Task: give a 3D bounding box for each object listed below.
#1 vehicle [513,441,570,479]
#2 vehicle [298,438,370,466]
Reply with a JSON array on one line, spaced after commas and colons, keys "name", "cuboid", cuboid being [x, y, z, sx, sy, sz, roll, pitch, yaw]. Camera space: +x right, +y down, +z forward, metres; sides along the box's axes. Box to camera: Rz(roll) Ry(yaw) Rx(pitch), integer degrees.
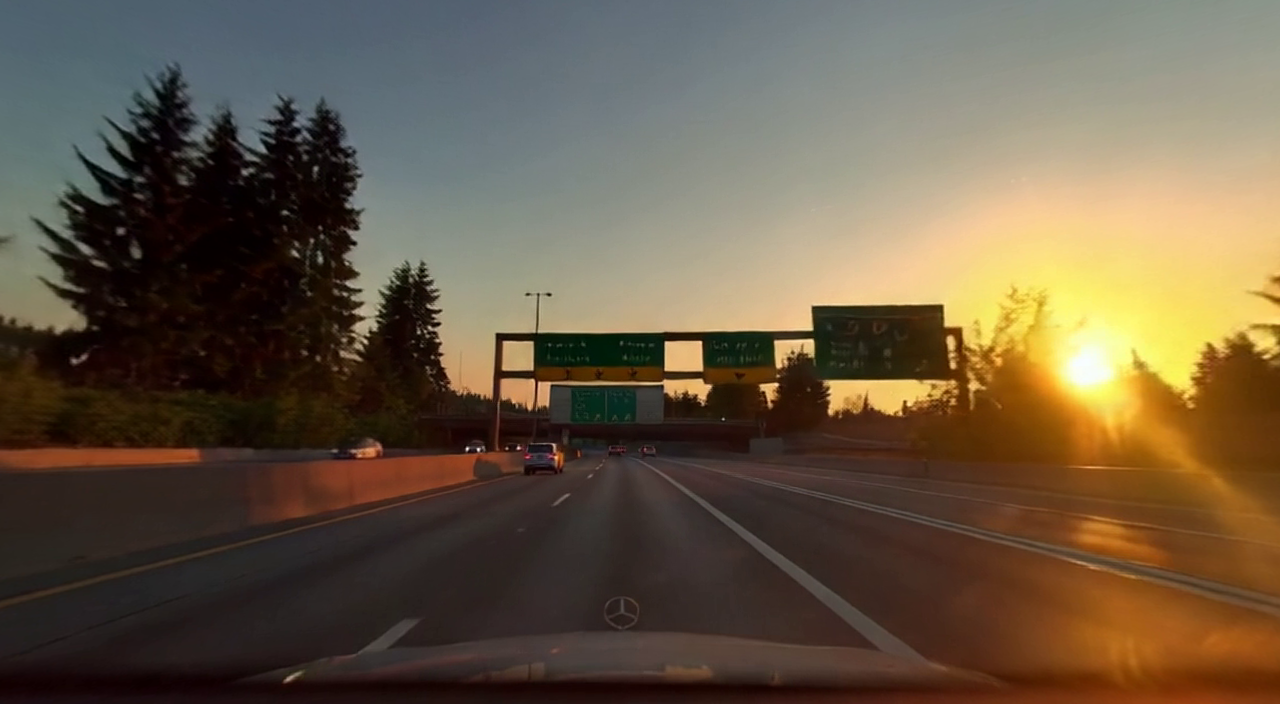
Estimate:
[{"name": "vehicle", "cuboid": [-4.488, 4.998, 29.156, 2.071, 1.615, 3.868, 0, -9, -1]}, {"name": "vehicle", "cuboid": [-18.042, 5.930, 37.271, 1.921, 1.525, 4.846, 0, -9, -1]}]
